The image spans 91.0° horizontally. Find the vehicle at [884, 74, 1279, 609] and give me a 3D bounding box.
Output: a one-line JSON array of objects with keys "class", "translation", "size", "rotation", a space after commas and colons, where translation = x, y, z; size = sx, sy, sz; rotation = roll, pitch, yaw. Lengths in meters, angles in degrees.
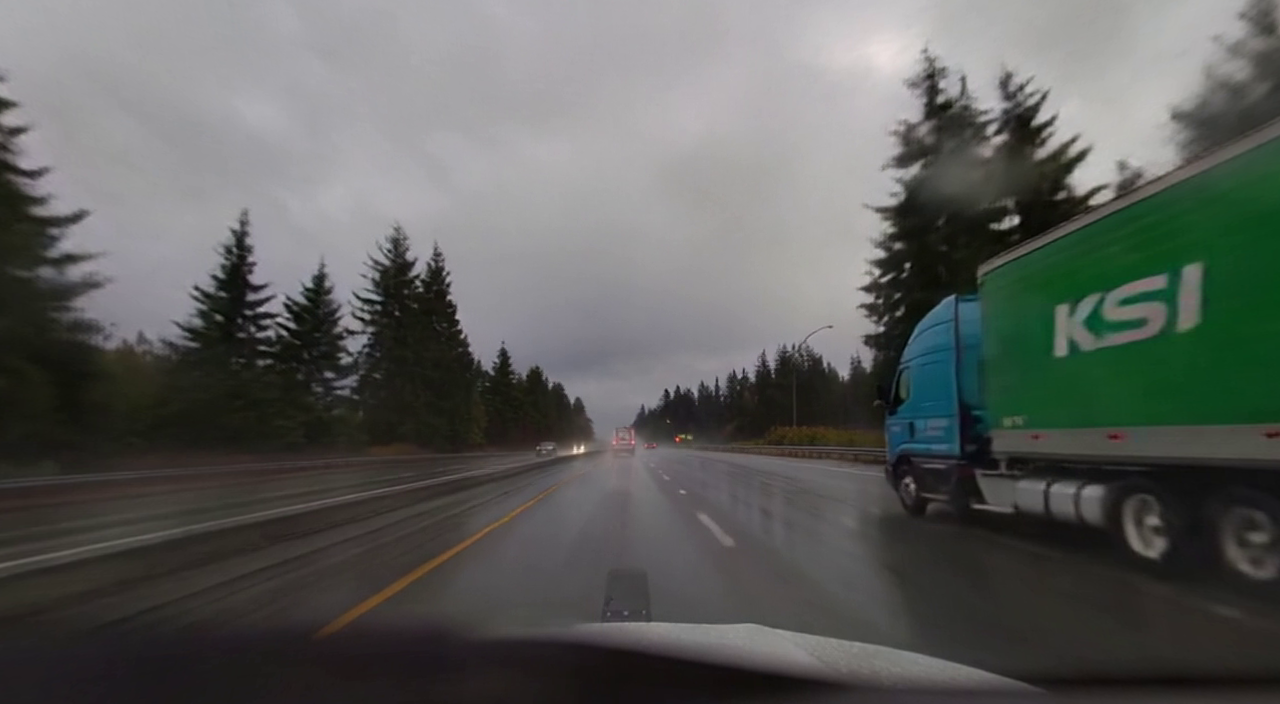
[{"class": "vehicle", "translation": [6.784, -0.249, 3.894], "size": [3.479, 4.156, 17.231], "rotation": [0, -9, -1]}]
